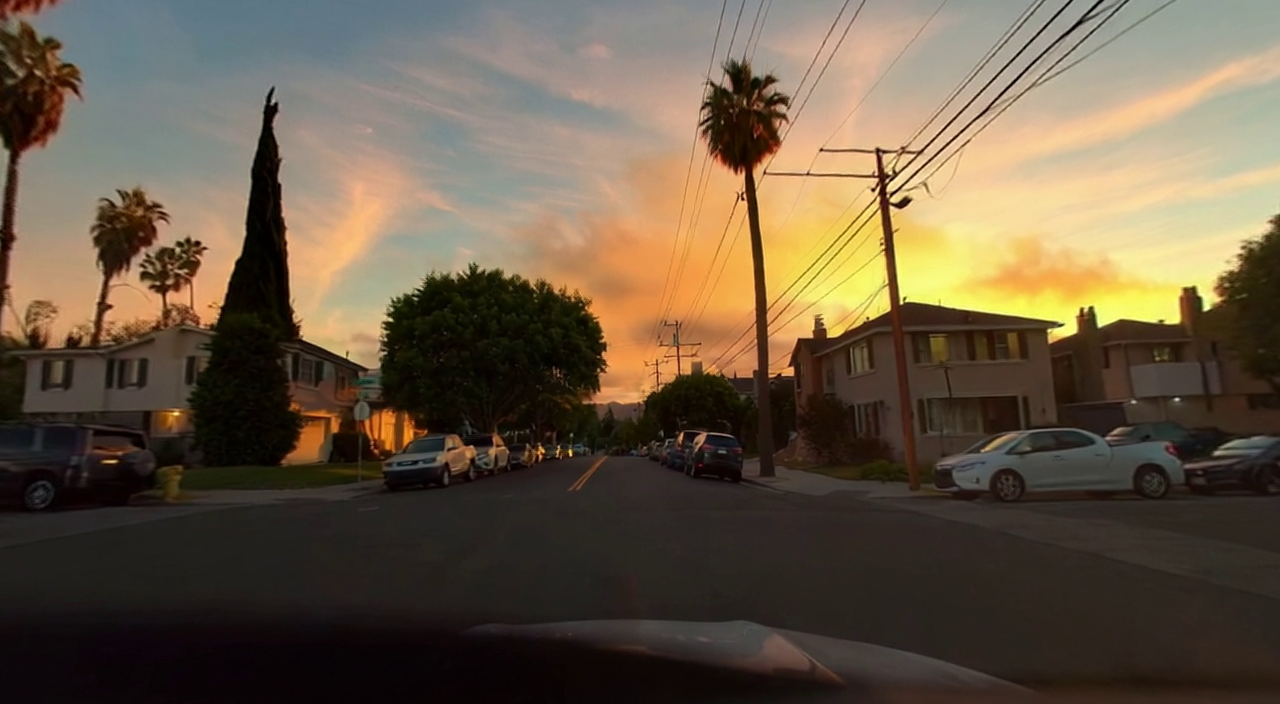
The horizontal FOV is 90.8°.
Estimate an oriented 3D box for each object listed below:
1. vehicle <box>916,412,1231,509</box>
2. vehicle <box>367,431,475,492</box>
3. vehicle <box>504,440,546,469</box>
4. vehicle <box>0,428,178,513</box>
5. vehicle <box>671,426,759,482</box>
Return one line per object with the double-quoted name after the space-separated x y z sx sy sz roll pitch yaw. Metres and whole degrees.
10.310 2.604 15.428 5.971 1.967 2.385 -1 -9 -4 "vehicle"
-6.958 3.524 20.663 2.198 1.724 4.493 1 -9 -5 "vehicle"
-7.922 7.124 43.959 2.178 1.865 4.658 0 -9 -2 "vehicle"
-14.776 2.812 14.874 5.847 1.766 2.392 -2 -9 -2 "vehicle"
2.698 3.903 24.439 2.505 1.895 5.805 0 -9 -2 "vehicle"
